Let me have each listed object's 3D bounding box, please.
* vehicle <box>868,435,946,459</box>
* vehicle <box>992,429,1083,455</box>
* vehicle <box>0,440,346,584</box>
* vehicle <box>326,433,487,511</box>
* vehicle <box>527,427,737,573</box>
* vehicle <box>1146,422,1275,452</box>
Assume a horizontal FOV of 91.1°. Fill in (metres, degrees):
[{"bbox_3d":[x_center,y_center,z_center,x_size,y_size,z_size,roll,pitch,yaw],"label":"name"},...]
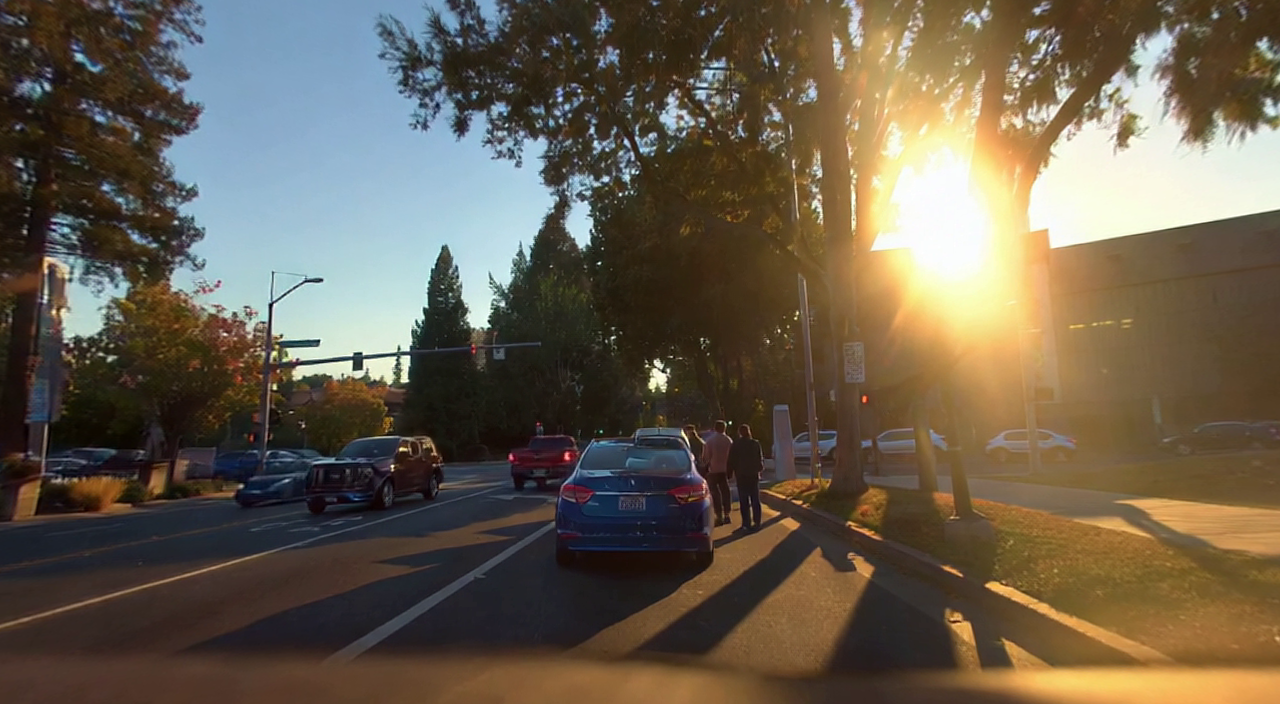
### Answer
[{"bbox_3d":[17.502,6.217,41.137,4.441,1.452,1.798,-5,-10,30],"label":"vehicle"},{"bbox_3d":[23.809,5.437,37.750,4.454,1.440,1.816,-5,-10,30],"label":"vehicle"},{"bbox_3d":[-6.330,2.066,9.028,1.948,1.530,4.283,0,-9,3],"label":"vehicle"},{"bbox_3d":[-6.156,3.218,17.441,2.230,1.811,5.183,-1,-9,3],"label":"vehicle"},{"bbox_3d":[-0.053,1.858,8.674,2.182,1.501,4.150,0,-9,1],"label":"vehicle"},{"bbox_3d":[30.519,4.602,33.802,4.739,1.472,1.804,-5,-10,30],"label":"vehicle"}]
